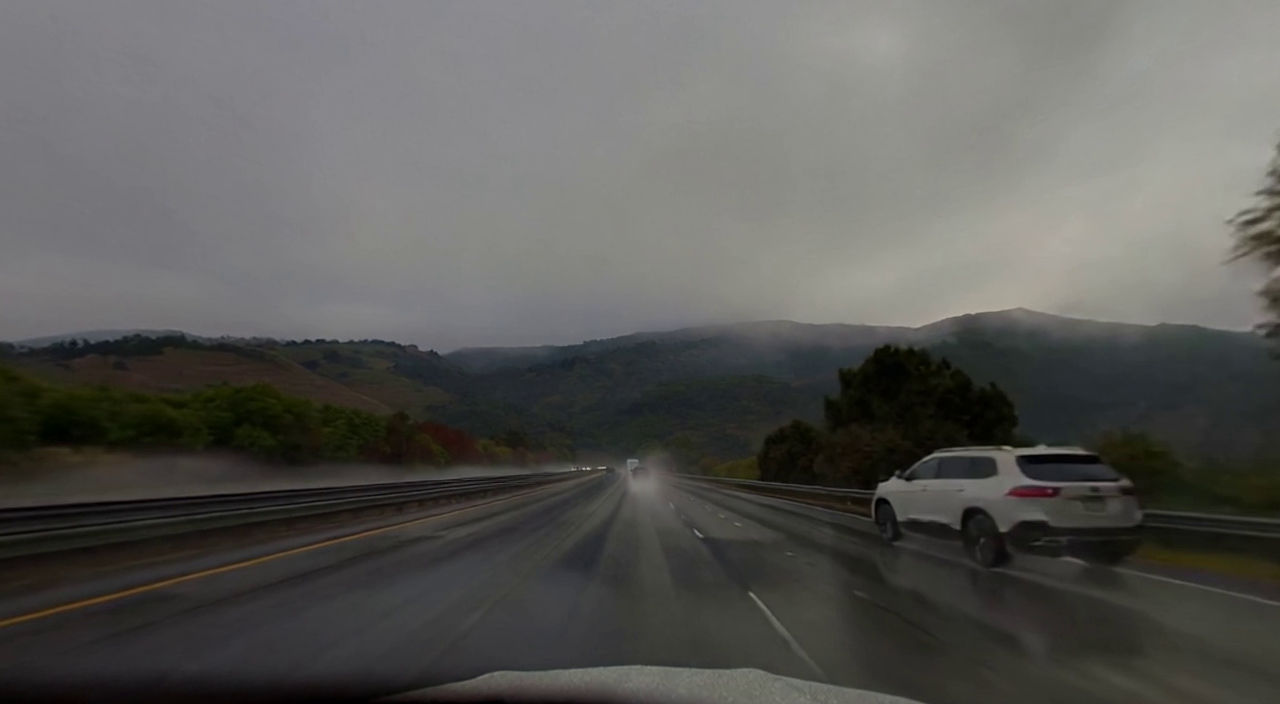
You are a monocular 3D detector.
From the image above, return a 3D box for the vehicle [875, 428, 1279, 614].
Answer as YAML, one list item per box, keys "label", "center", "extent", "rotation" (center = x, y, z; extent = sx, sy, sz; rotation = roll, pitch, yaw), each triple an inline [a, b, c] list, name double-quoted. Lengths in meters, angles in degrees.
- label: "vehicle"
  center: [5.182, 2.069, 8.463]
  extent: [2.089, 1.770, 4.571]
  rotation: [1, -11, -3]
